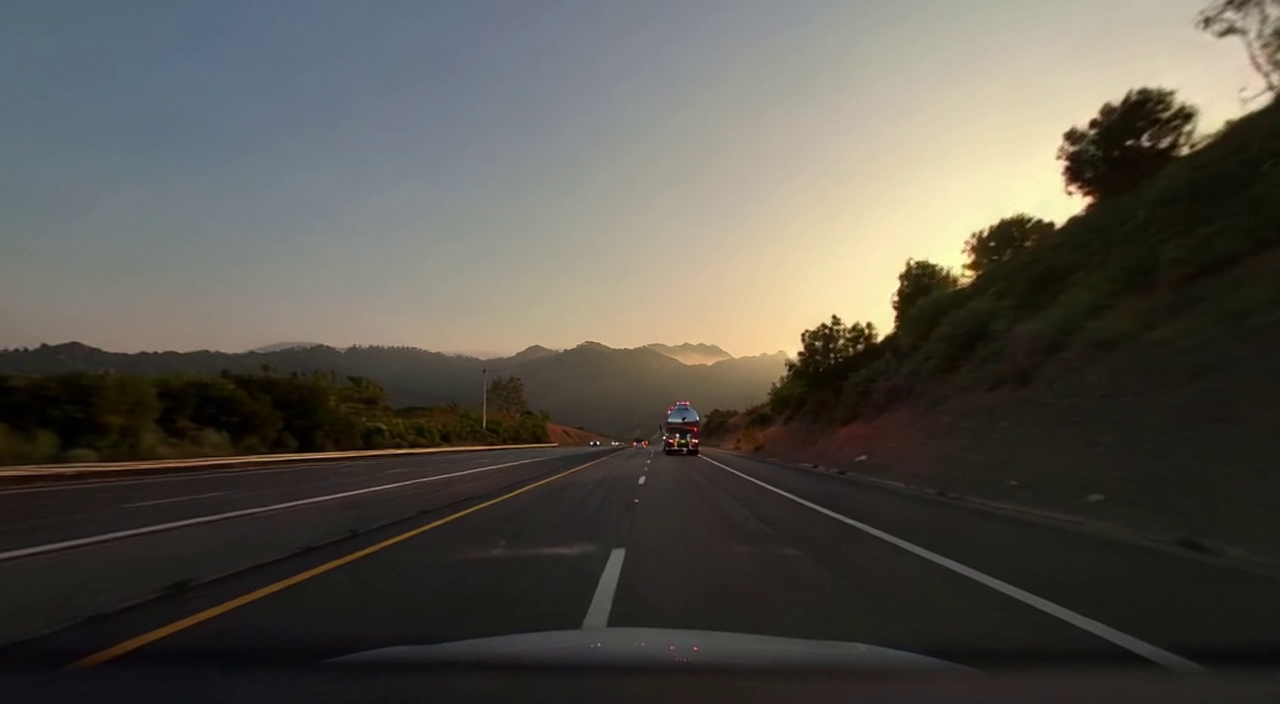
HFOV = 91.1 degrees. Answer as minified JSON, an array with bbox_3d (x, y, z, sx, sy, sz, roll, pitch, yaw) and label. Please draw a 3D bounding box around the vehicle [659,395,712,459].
[{"bbox_3d":[2.884,5.263,43.265,2.946,3.745,11.516,-1,-8,1],"label":"vehicle"}]
